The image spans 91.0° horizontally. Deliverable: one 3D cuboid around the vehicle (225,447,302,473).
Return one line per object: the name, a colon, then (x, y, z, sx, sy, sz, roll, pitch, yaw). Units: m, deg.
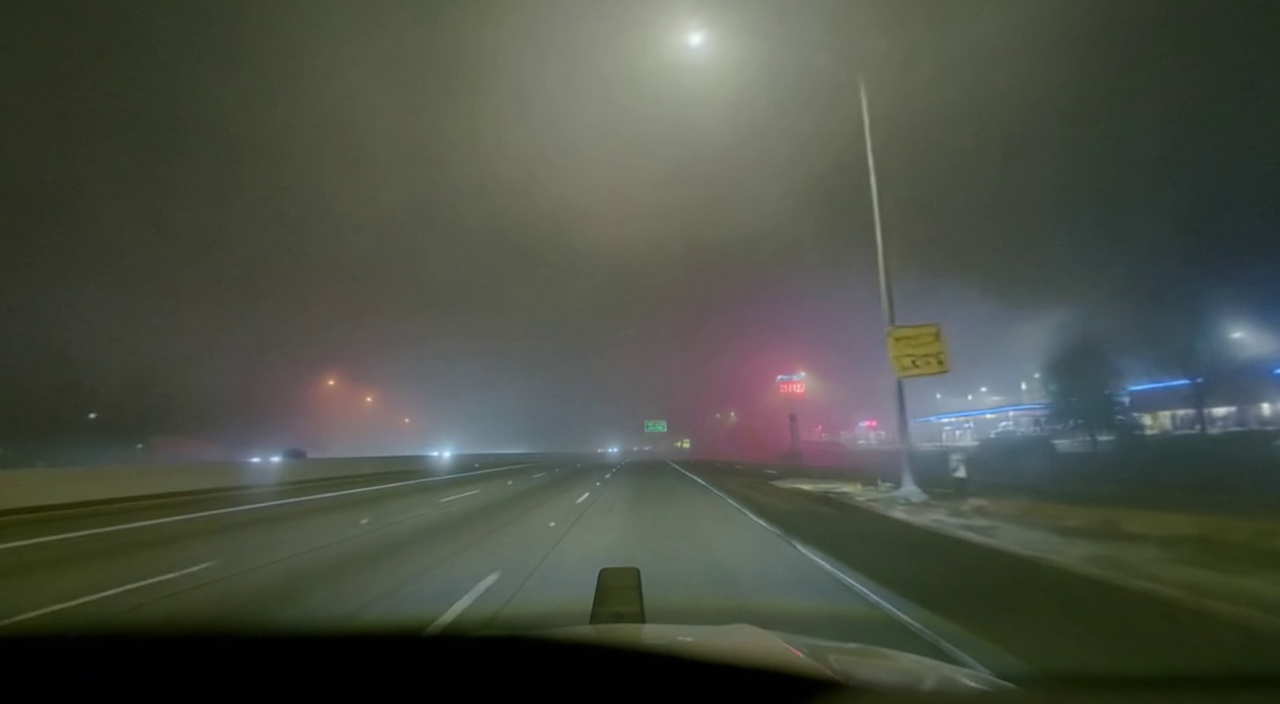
vehicle: (-23.190, 6.644, 39.016, 1.885, 1.521, 4.464, 0, -8, 2)
